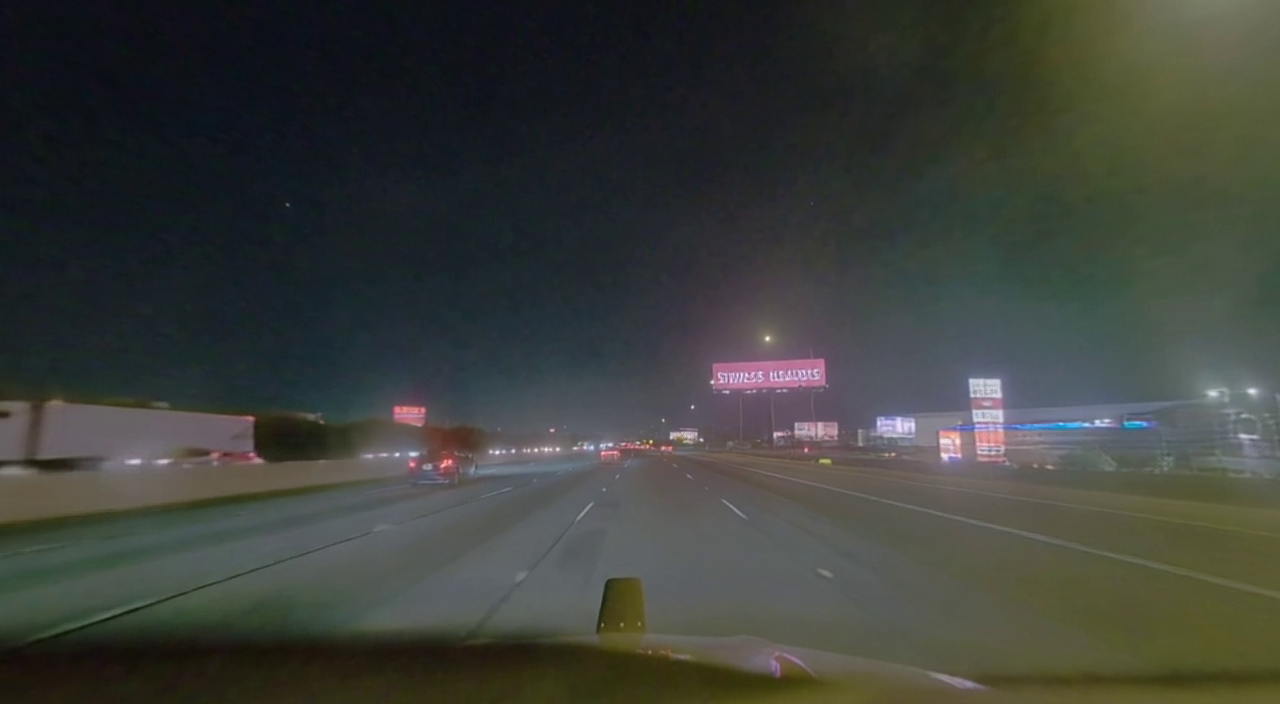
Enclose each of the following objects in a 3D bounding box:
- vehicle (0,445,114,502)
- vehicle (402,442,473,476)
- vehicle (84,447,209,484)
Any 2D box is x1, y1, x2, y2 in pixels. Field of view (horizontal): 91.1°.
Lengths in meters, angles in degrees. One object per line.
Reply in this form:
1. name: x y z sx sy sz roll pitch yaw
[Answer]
1. vehicle: -18.551 3.560 18.656 1.893 1.558 4.498 0 -9 0
2. vehicle: -9.879 5.253 31.044 1.974 1.513 4.584 0 -9 0
3. vehicle: -22.203 5.084 28.515 1.933 1.523 4.565 0 -9 1
